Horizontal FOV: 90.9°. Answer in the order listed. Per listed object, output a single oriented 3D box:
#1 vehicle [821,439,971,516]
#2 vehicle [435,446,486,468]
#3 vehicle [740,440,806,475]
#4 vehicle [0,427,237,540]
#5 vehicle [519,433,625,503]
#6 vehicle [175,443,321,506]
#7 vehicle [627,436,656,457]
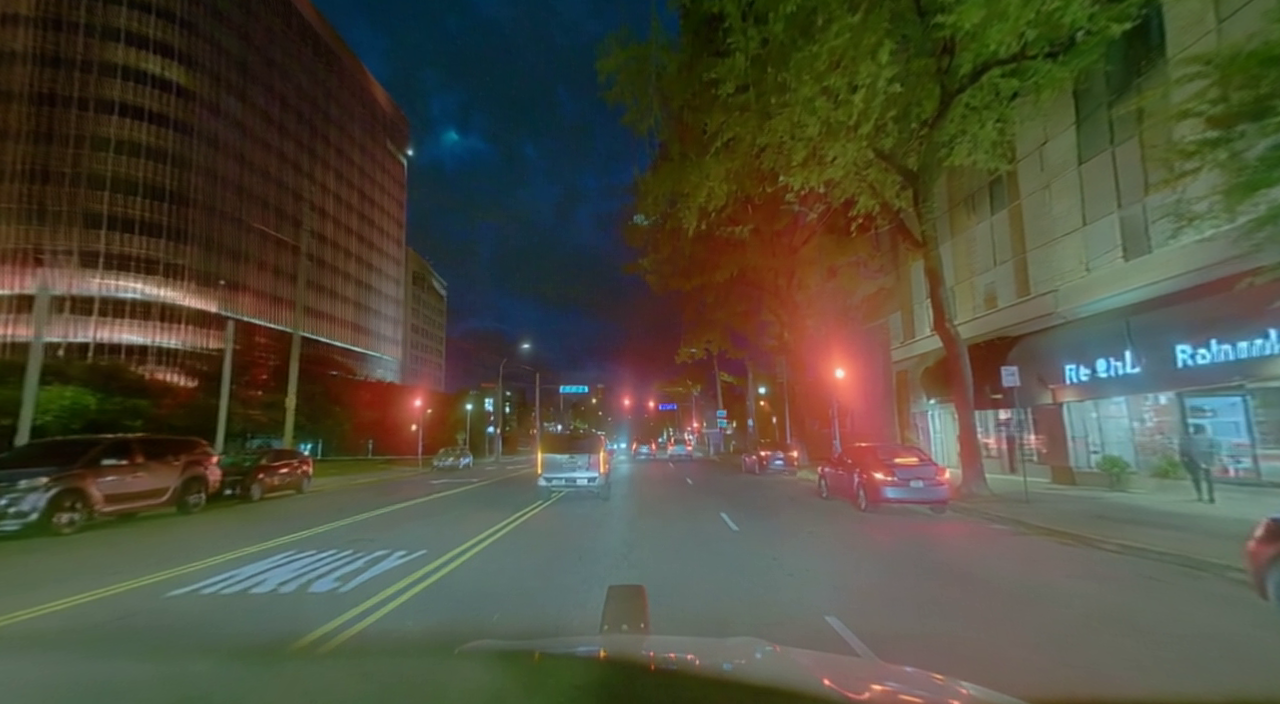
[{"bbox_3d":[5.802,2.869,14.901,1.986,1.555,3.879,0,-8,1],"label":"vehicle"},{"bbox_3d":[-12.440,7.289,43.995,2.075,1.472,4.638,0,-8,2],"label":"vehicle"},{"bbox_3d":[5.992,4.790,28.914,1.956,1.446,4.537,0,-8,-1],"label":"vehicle"},{"bbox_3d":[-12.597,2.870,14.657,2.384,2.044,6.030,0,-8,1],"label":"vehicle"},{"bbox_3d":[-1.640,2.731,15.301,2.169,1.427,4.531,1,-9,-6],"label":"vehicle"},{"bbox_3d":[-12.575,3.915,20.660,2.000,1.708,4.494,-3,-8,-1],"label":"vehicle"},{"bbox_3d":[0.088,7.217,48.244,2.102,1.521,4.078,0,-8,-1],"label":"vehicle"}]
